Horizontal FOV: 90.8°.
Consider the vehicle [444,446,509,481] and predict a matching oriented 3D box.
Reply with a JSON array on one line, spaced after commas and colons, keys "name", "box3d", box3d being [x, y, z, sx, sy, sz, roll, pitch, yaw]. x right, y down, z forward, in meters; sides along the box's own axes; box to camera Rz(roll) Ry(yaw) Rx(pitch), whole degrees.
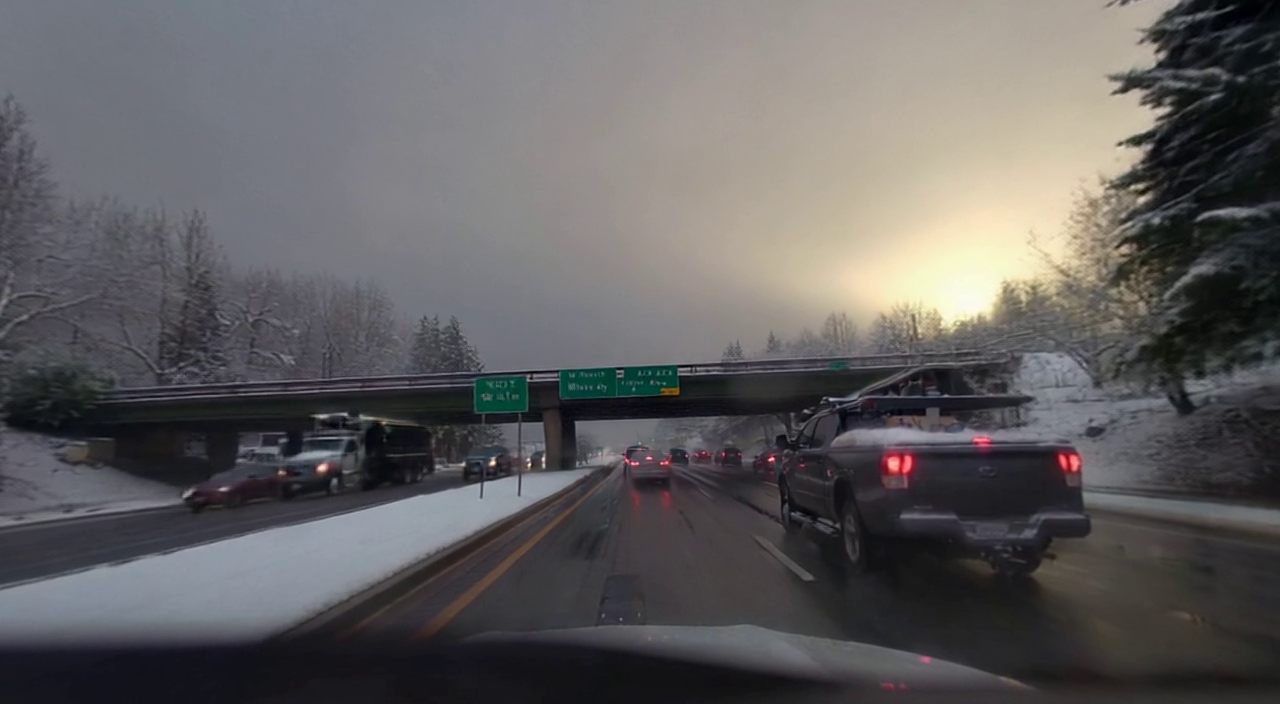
[{"name": "vehicle", "box3d": [-8.665, 5.927, 33.936, 2.165, 1.764, 4.671, 0, -9, 1]}]

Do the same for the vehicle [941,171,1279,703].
[{"name": "vehicle", "box3d": [3.431, 0.541, 1.921, 2.588, 2.321, 4.927, 0, -9, 1]}]

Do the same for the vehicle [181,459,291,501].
[{"name": "vehicle", "box3d": [-19.118, 6.043, 30.227, 2.091, 1.771, 4.727, 0, -9, 0]}]

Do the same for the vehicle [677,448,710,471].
[{"name": "vehicle", "box3d": [3.627, 7.352, 43.394, 1.962, 1.431, 4.205, 0, -9, 0]}]

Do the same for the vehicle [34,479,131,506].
[{"name": "vehicle", "box3d": [-32.609, 8.215, 37.036, 3.907, 1.435, 1.765, 0, -9, -2]}]

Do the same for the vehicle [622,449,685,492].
[{"name": "vehicle", "box3d": [0.444, 4.143, 22.439, 2.027, 1.341, 3.775, 0, -9, 0]}]

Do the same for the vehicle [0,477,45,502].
[{"name": "vehicle", "box3d": [-45.135, 9.770, 44.733, 4.067, 1.637, 1.836, -1, -10, -1]}]

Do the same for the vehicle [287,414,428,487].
[{"name": "vehicle", "box3d": [-15.793, 5.672, 36.693, 3.206, 3.617, 10.684, 0, -9, 0]}]
